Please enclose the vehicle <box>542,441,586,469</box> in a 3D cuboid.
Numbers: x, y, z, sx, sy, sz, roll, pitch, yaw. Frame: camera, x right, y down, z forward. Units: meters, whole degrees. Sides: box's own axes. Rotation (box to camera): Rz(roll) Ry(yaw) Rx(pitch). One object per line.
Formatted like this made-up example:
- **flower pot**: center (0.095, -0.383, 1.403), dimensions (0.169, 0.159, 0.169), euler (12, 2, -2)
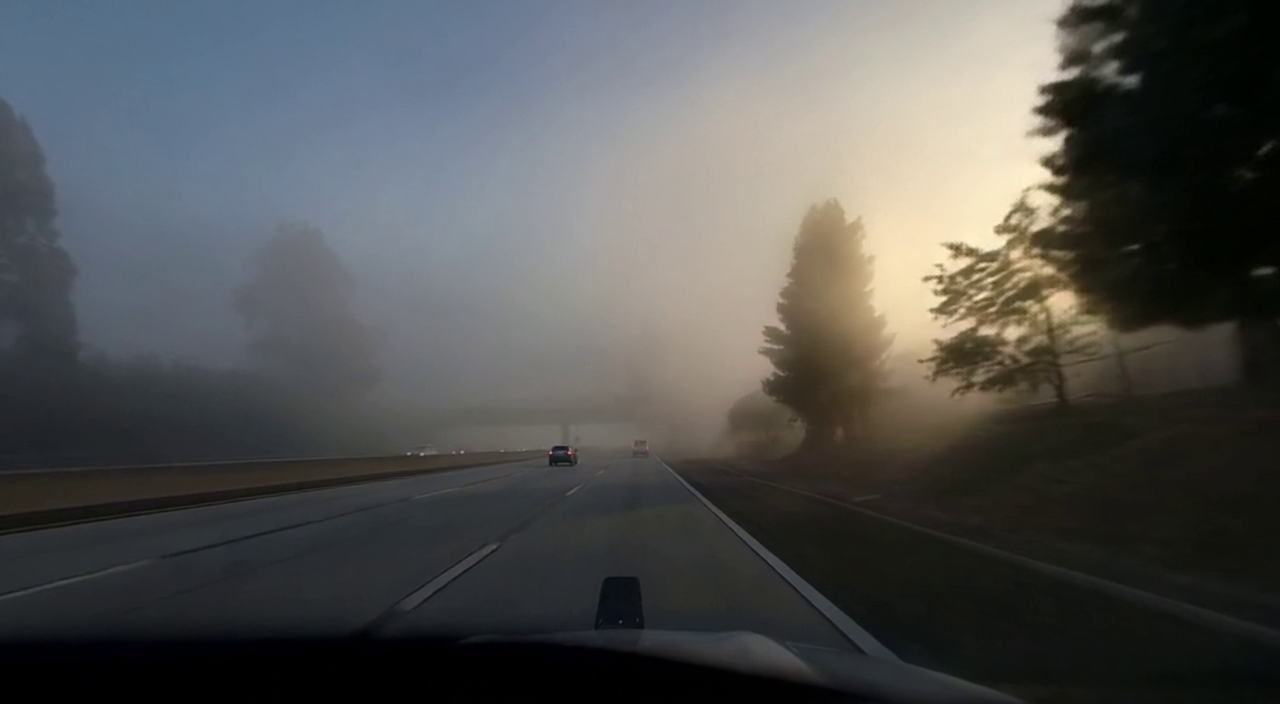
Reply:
- **vehicle**: center (-4.464, 6.155, 37.724), dimensions (1.916, 1.545, 4.757), euler (0, -8, 1)
